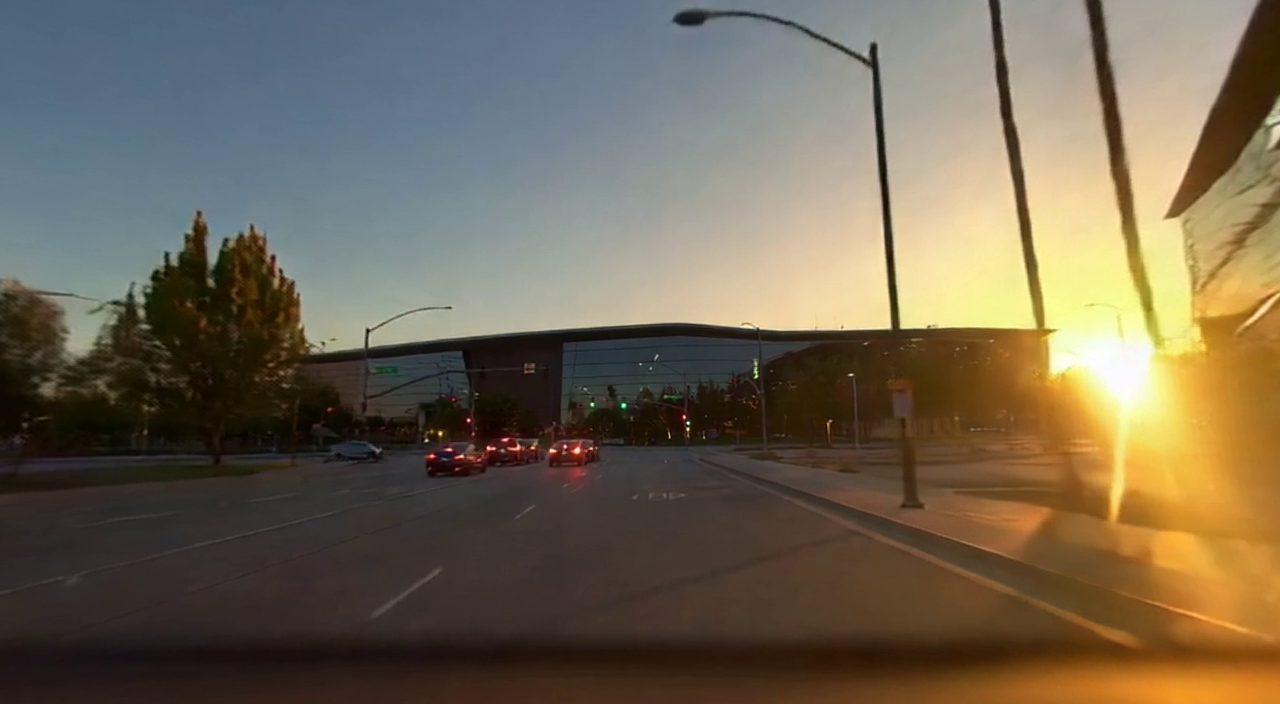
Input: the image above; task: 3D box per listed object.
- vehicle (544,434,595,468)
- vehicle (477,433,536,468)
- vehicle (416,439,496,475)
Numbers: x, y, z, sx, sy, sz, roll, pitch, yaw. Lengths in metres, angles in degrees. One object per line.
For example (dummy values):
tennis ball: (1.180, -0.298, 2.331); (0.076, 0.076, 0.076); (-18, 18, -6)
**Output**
vehicle: (-3.628, 5.176, 32.934); (2.043, 1.636, 4.320); (0, -8, 2)
vehicle: (-7.470, 5.582, 35.762); (2.152, 1.813, 4.751); (0, -8, 2)
vehicle: (-7.938, 4.571, 27.548); (2.030, 1.440, 4.464); (0, -8, 2)
